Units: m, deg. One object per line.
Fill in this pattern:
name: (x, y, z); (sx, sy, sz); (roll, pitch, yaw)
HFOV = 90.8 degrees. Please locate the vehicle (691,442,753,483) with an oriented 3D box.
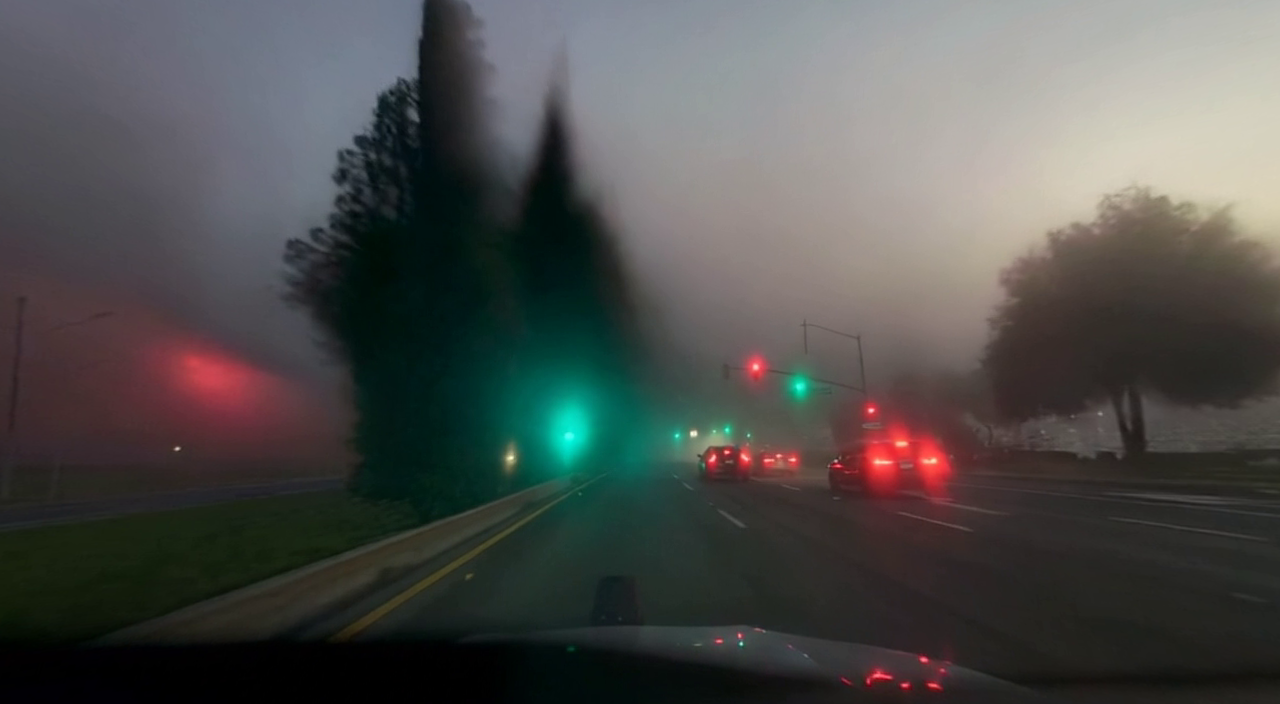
vehicle: (3.320, 4.554, 26.283); (1.917, 1.538, 4.259); (0, -9, -1)

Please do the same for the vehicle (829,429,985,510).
vehicle: (6.644, 2.954, 16.397); (1.946, 1.773, 4.641); (0, -9, -1)

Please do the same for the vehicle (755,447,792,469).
vehicle: (10.172, 8.060, 48.383); (1.842, 1.569, 4.122); (0, -9, -1)
